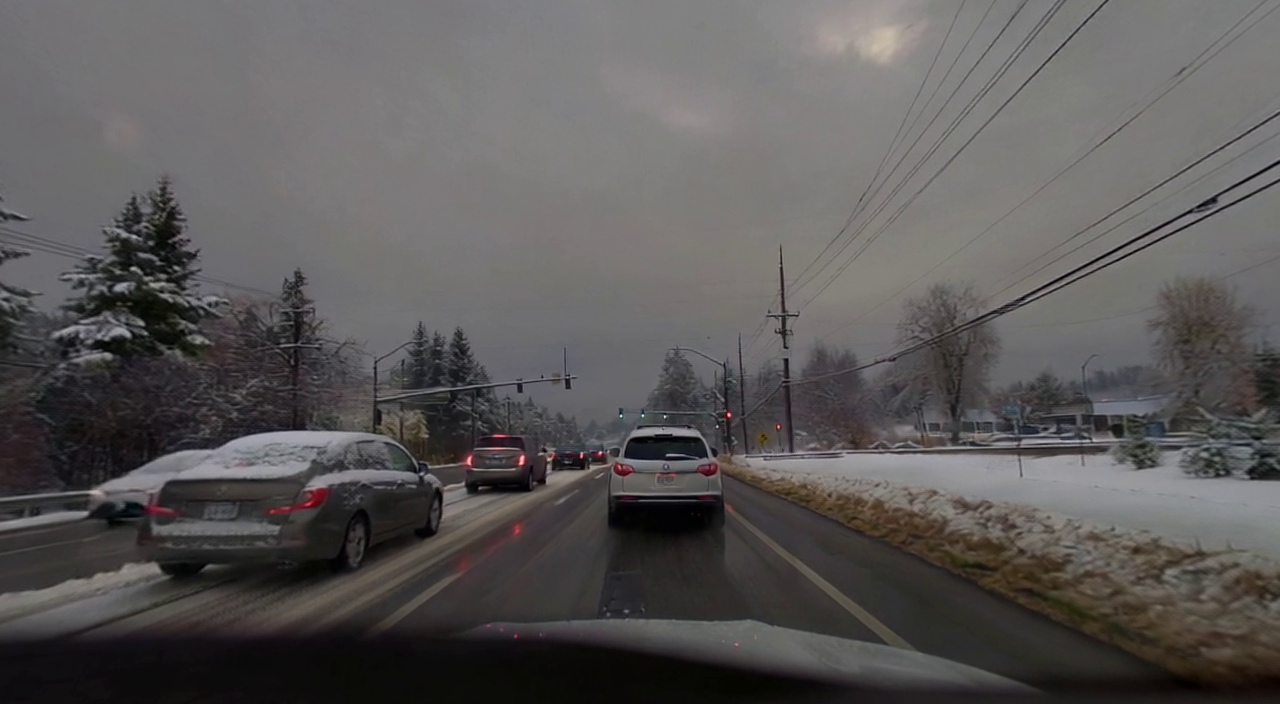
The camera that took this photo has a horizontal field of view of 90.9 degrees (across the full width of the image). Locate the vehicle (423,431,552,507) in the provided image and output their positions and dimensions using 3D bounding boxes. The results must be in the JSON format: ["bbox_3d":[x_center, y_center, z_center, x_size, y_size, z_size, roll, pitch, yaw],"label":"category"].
[{"bbox_3d":[-3.651,2.902,16.068,2.018,1.621,4.441,-1,-9,2],"label":"vehicle"}]

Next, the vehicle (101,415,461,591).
[{"bbox_3d":[-3.815,1.665,7.739,1.999,1.563,4.007,0,-9,1],"label":"vehicle"}]

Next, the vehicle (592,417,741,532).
[{"bbox_3d":[0.455,2.126,11.396,2.205,1.691,3.937,0,-9,2],"label":"vehicle"}]
